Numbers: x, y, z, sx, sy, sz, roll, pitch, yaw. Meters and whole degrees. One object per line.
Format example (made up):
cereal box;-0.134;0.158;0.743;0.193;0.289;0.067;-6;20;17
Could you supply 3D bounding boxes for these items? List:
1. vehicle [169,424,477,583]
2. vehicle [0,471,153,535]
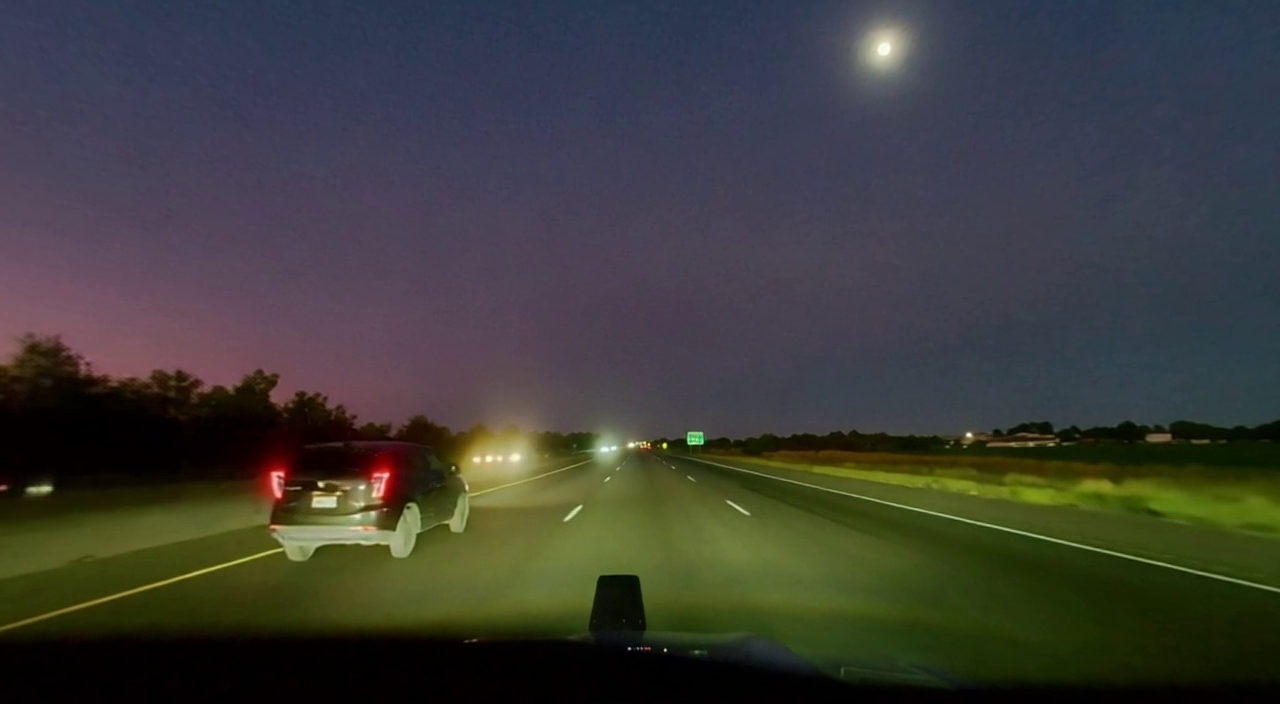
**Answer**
vehicle;-3.555;1.764;8.085;1.815;1.500;4.036;0;-9;0
vehicle;-15.016;3.633;15.444;2.194;1.224;4.957;0;-9;0
